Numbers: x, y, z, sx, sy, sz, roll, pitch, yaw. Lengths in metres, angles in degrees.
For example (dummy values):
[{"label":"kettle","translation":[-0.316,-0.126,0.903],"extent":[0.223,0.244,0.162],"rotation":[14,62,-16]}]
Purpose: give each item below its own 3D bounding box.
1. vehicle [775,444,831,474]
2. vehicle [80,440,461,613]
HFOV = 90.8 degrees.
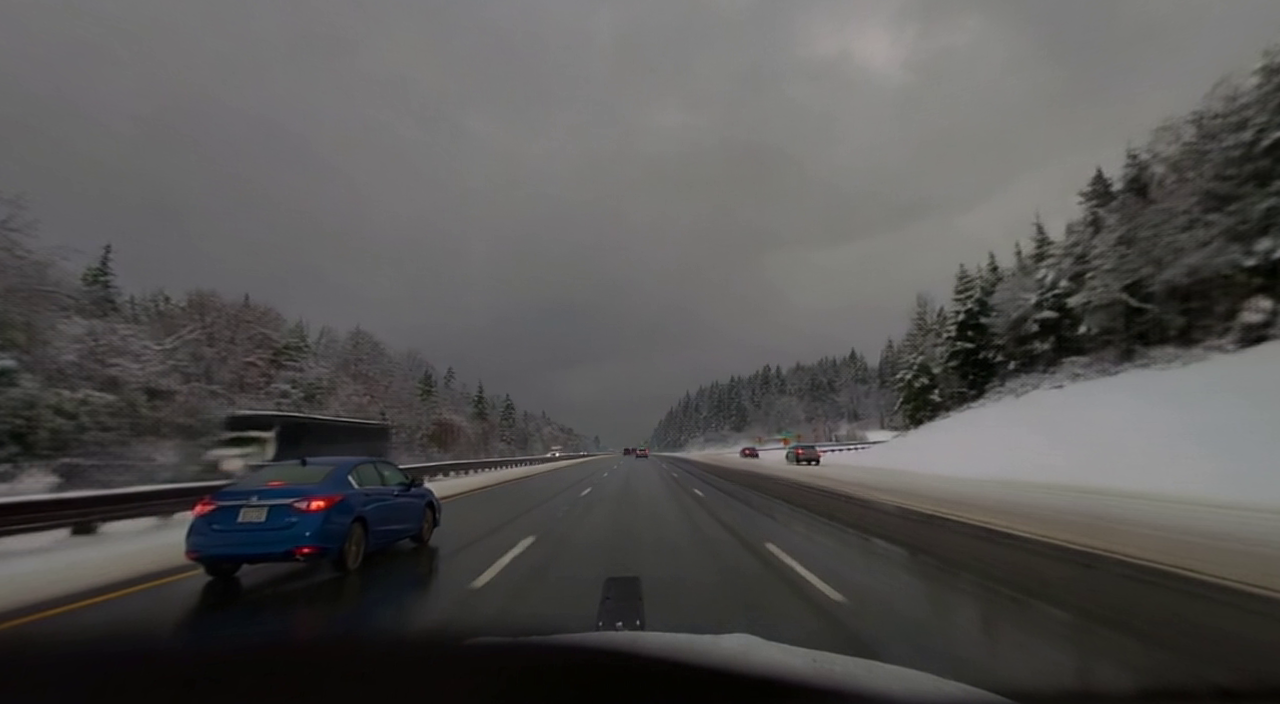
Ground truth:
[{"label":"vehicle","translation":[8.918,5.880,34.837],"extent":[1.884,1.485,4.600],"rotation":[-1,-9,0]},{"label":"vehicle","translation":[-3.813,1.851,7.716],"extent":[1.873,1.438,4.546],"rotation":[-1,-9,1]}]
